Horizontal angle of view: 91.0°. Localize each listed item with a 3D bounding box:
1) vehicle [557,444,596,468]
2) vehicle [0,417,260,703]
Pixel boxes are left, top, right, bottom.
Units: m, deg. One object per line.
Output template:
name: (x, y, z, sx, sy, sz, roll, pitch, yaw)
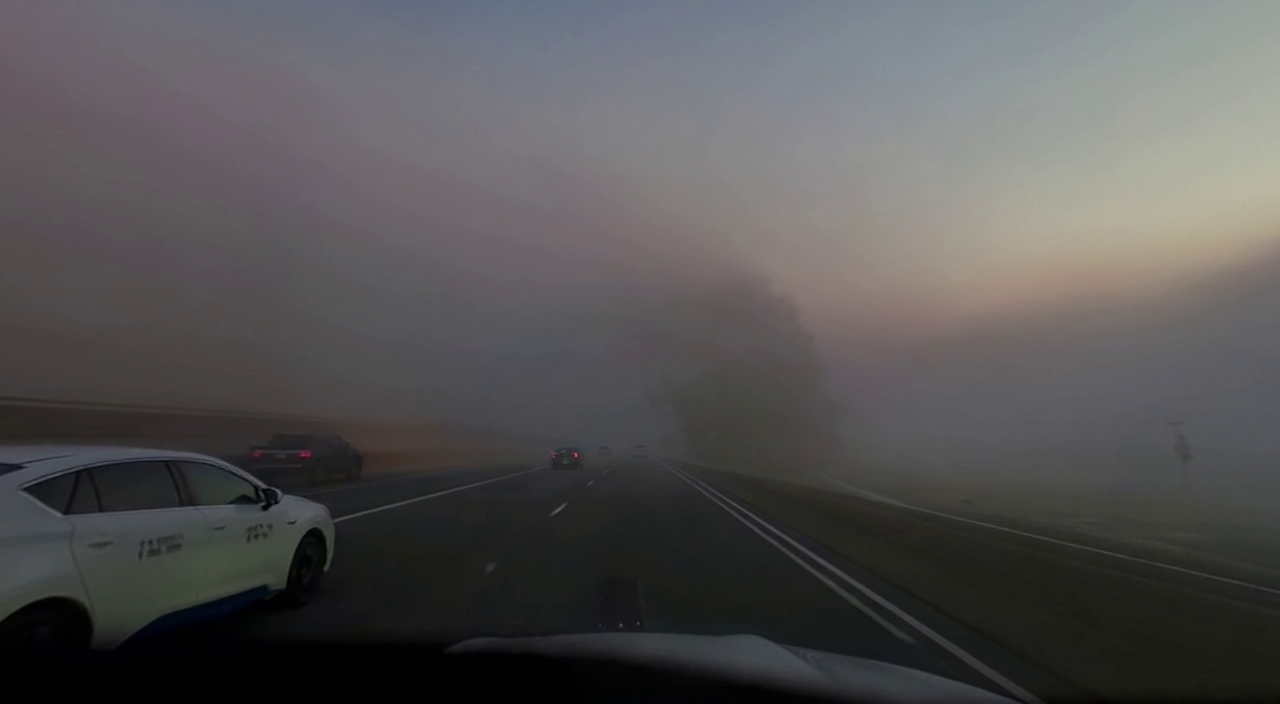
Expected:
vehicle: (-4.093, 6.816, 41.308, 2.120, 1.458, 4.031, 0, -9, 1)
vehicle: (-3.986, 1.012, 2.649, 1.965, 1.485, 4.460, 0, -9, 0)
